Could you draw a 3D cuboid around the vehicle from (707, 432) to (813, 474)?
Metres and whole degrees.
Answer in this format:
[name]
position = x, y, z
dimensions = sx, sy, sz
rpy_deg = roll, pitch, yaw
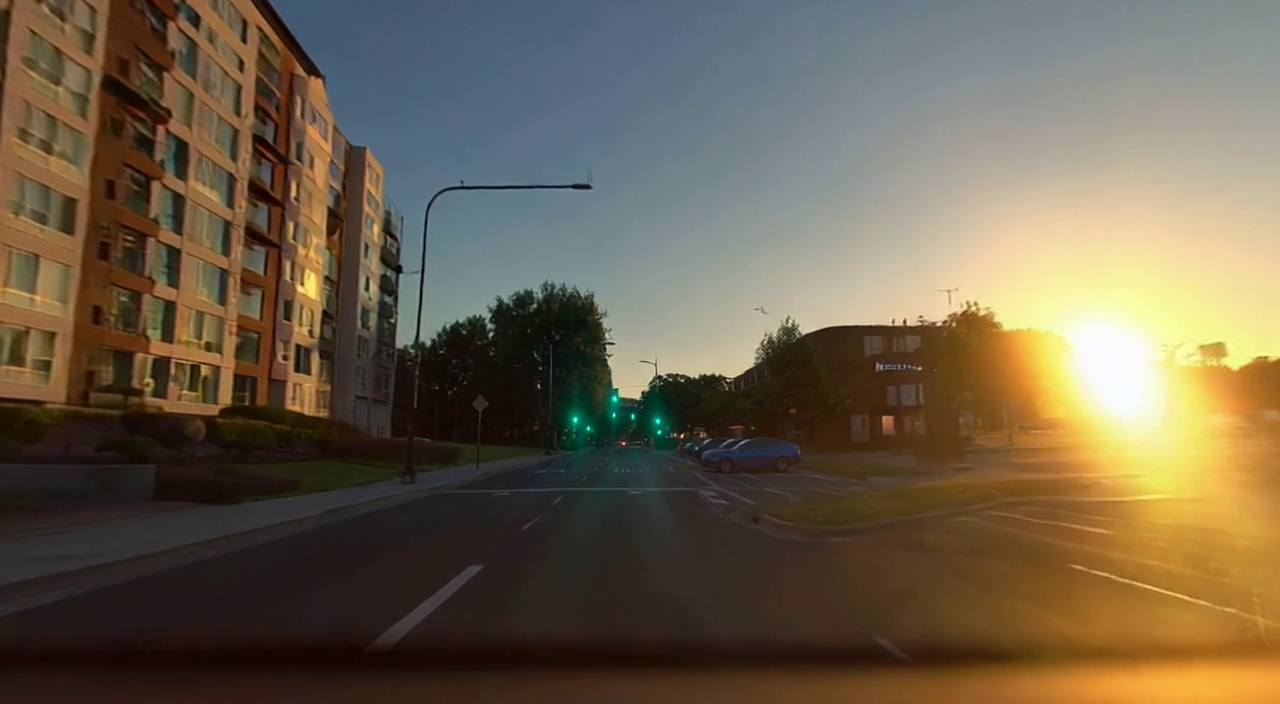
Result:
[vehicle]
position = 4.758, 3.936, 24.882
dimensions = 3.844, 1.524, 1.847
rpy_deg = 4, -9, -32
